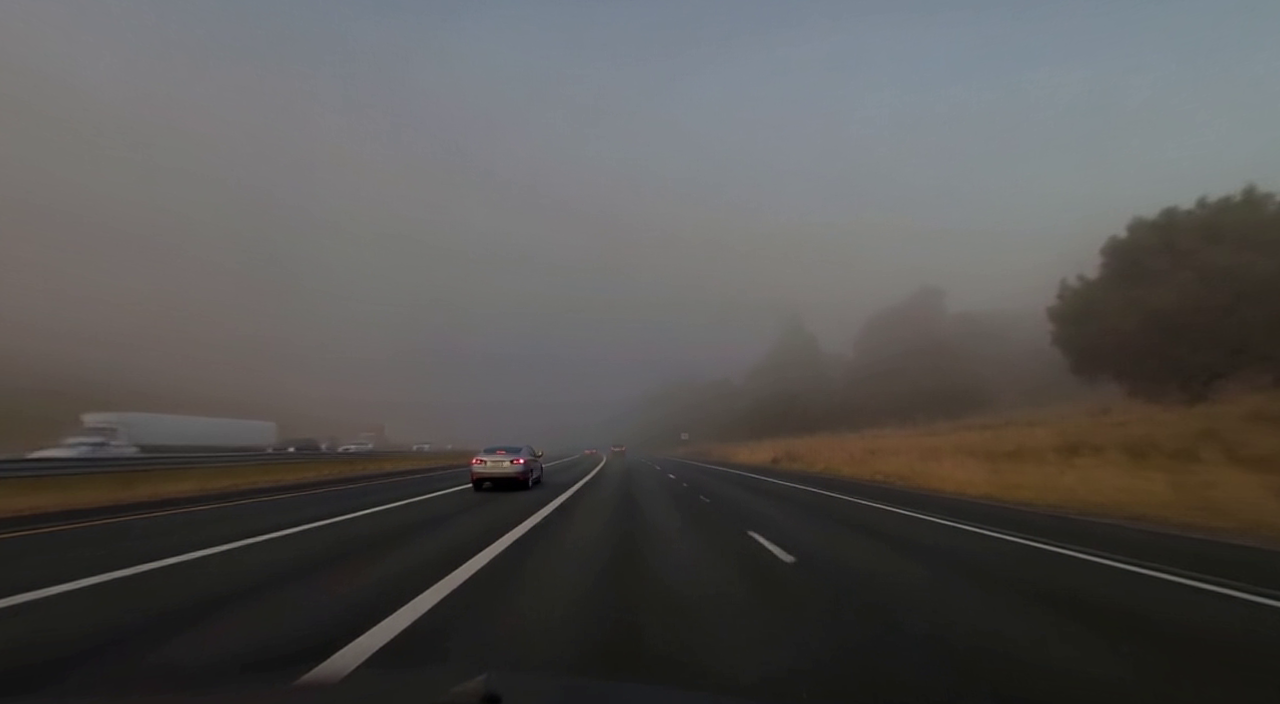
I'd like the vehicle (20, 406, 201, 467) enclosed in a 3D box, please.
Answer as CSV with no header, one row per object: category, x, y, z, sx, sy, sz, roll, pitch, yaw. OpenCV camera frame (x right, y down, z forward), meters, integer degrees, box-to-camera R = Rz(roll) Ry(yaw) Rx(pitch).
vehicle,-32.892,5.422,40.079,3.205,3.371,9.610,0,-9,-1

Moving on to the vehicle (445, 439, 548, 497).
vehicle,-4.145,3.429,19.130,2.073,1.516,4.478,0,-9,0

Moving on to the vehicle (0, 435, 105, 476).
vehicle,-24.819,4.207,25.844,1.840,1.483,4.590,0,-9,-1

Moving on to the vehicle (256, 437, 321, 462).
vehicle,-25.481,7.106,45.998,2.068,1.700,4.741,0,-9,-1
